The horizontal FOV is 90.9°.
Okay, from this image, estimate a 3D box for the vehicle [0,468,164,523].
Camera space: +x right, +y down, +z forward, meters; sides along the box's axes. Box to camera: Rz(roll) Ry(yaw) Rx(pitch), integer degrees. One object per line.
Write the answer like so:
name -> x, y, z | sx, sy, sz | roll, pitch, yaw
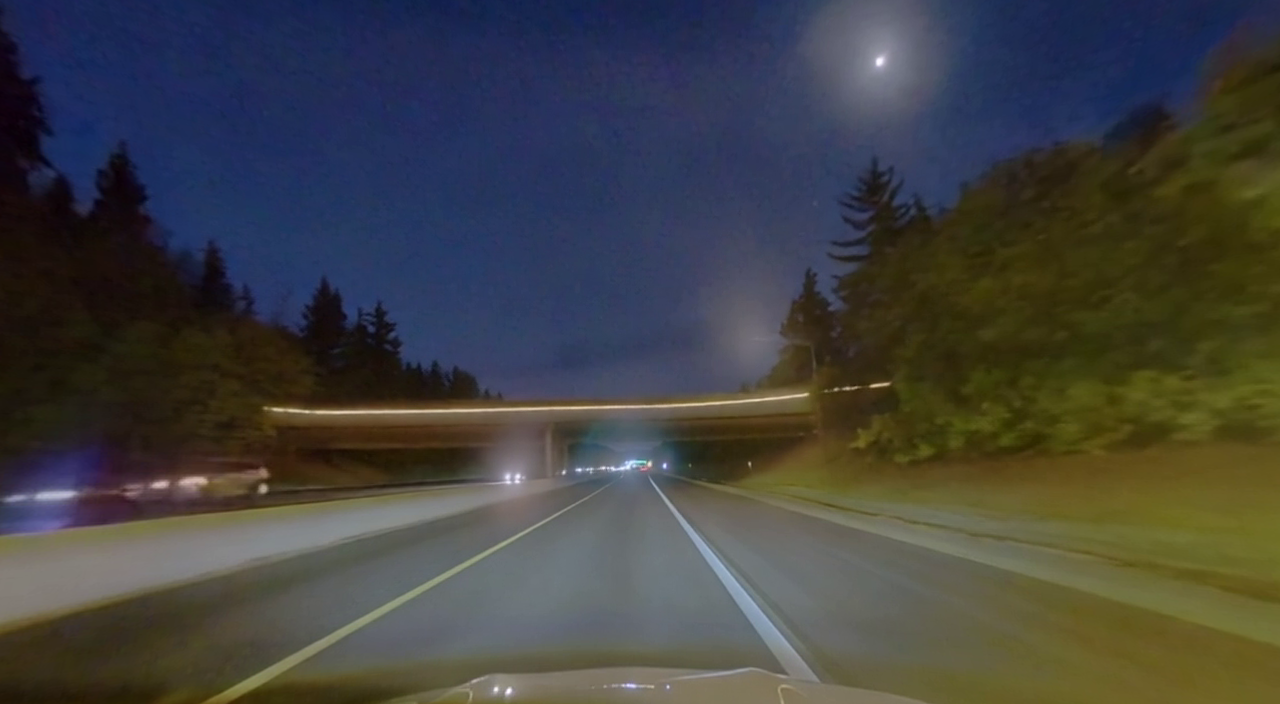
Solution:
vehicle -> -17.142, 4.283, 19.206 | 1.877, 1.446, 4.240 | 1, -11, 0
